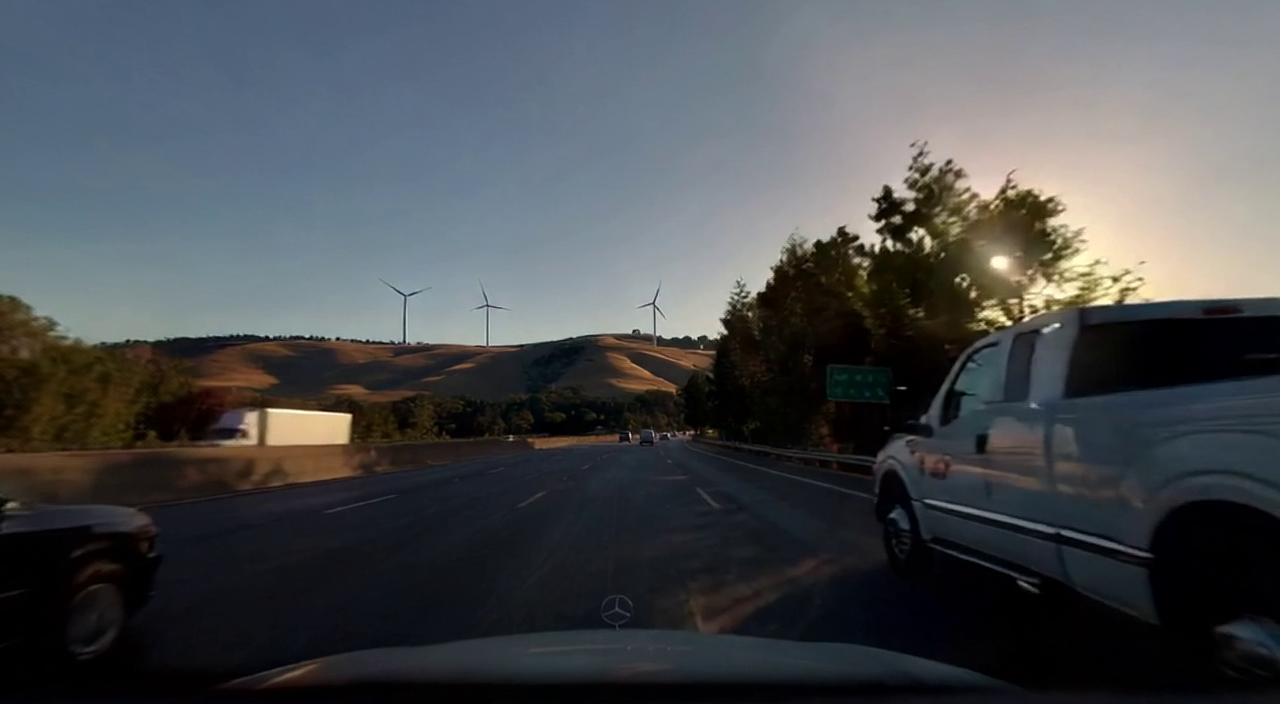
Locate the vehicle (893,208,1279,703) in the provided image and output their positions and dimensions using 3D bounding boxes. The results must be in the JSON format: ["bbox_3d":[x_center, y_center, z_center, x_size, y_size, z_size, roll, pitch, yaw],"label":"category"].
[{"bbox_3d":[3.102,0.570,2.131,2.211,1.982,5.346,0,-8,-1],"label":"vehicle"}]

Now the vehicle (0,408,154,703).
[{"bbox_3d":[-3.876,0.773,1.236,1.973,1.455,4.907,0,-8,-1],"label":"vehicle"}]
